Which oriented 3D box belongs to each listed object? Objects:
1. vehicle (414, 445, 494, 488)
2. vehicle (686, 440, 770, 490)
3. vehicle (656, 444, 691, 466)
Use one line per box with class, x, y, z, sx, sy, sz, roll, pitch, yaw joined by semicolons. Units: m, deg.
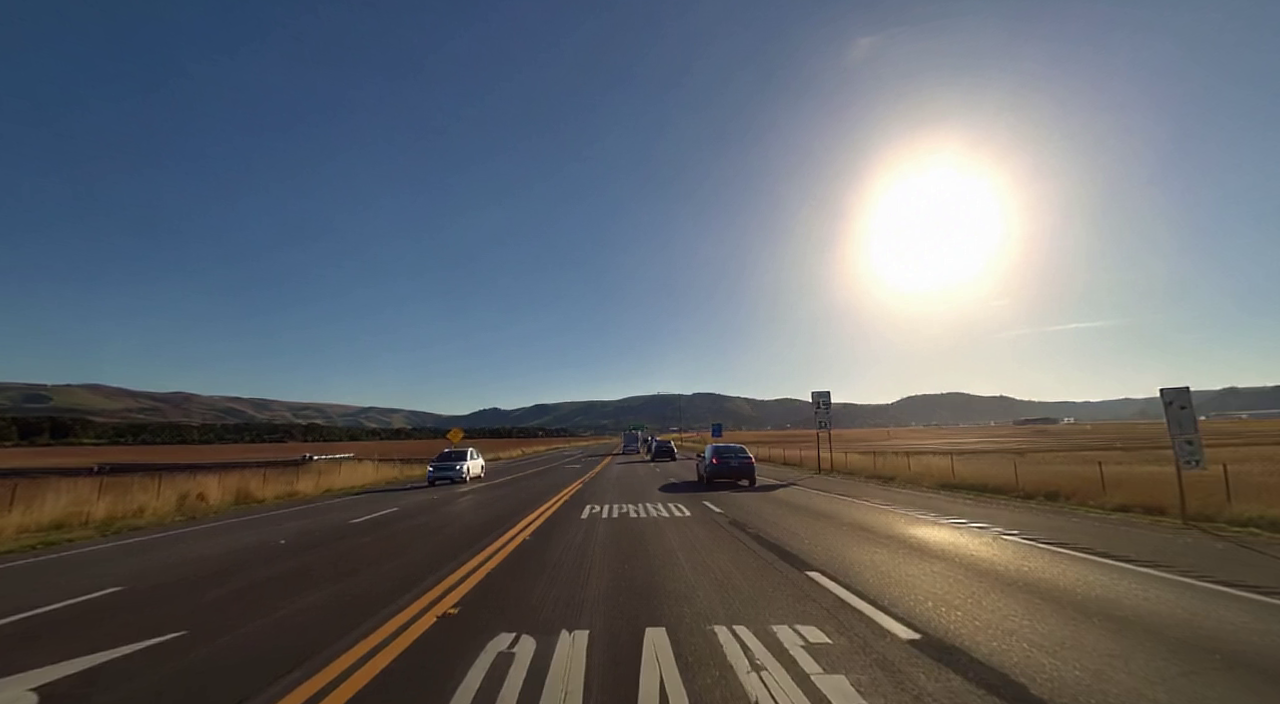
vehicle;-8.227;5.094;28.477;2.168;1.748;4.811;0;-8;0
vehicle;2.903;3.849;21.815;2.026;1.531;4.273;0;-8;-4
vehicle;2.358;7.381;45.318;2.048;1.468;4.490;0;-8;-3
